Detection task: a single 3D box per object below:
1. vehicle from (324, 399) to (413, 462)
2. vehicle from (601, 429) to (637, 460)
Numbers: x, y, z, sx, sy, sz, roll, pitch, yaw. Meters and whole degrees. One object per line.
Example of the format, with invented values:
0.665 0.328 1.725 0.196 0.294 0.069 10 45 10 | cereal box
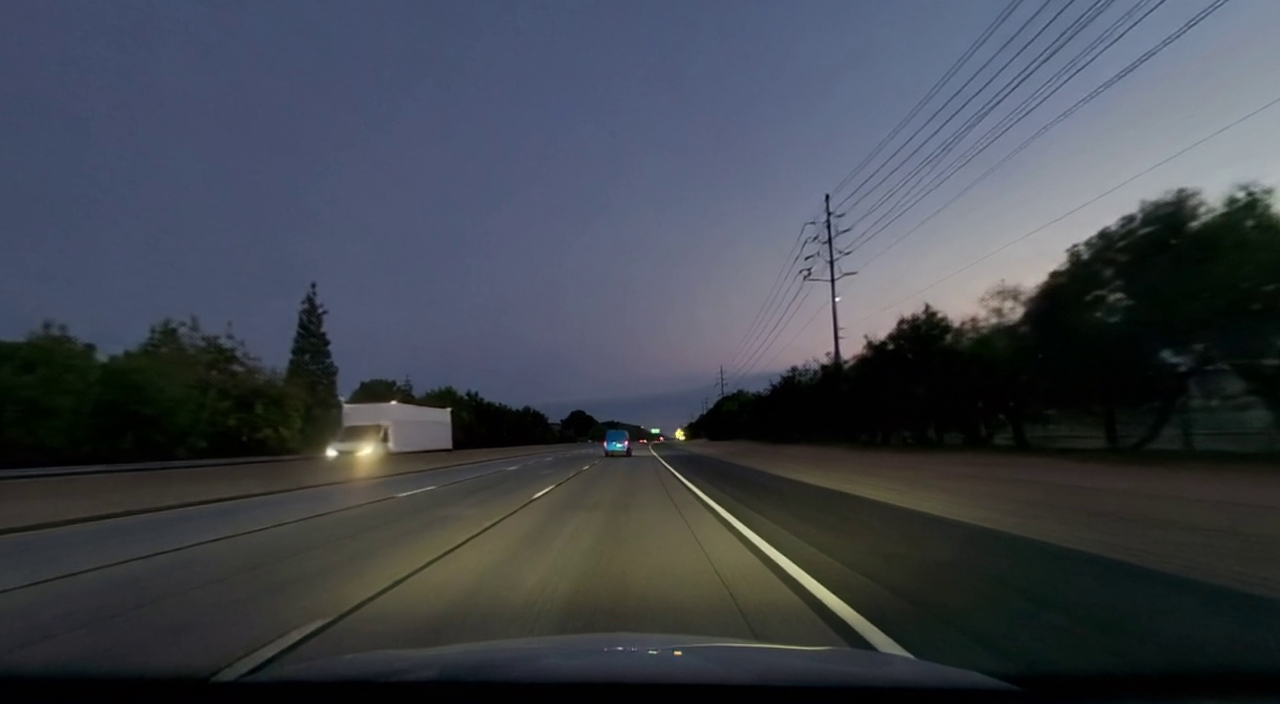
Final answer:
-17.233 5.096 40.502 2.996 3.754 5.848 0 -8 0 | vehicle
-1.290 5.929 40.356 2.041 1.856 4.353 0 -8 1 | vehicle
